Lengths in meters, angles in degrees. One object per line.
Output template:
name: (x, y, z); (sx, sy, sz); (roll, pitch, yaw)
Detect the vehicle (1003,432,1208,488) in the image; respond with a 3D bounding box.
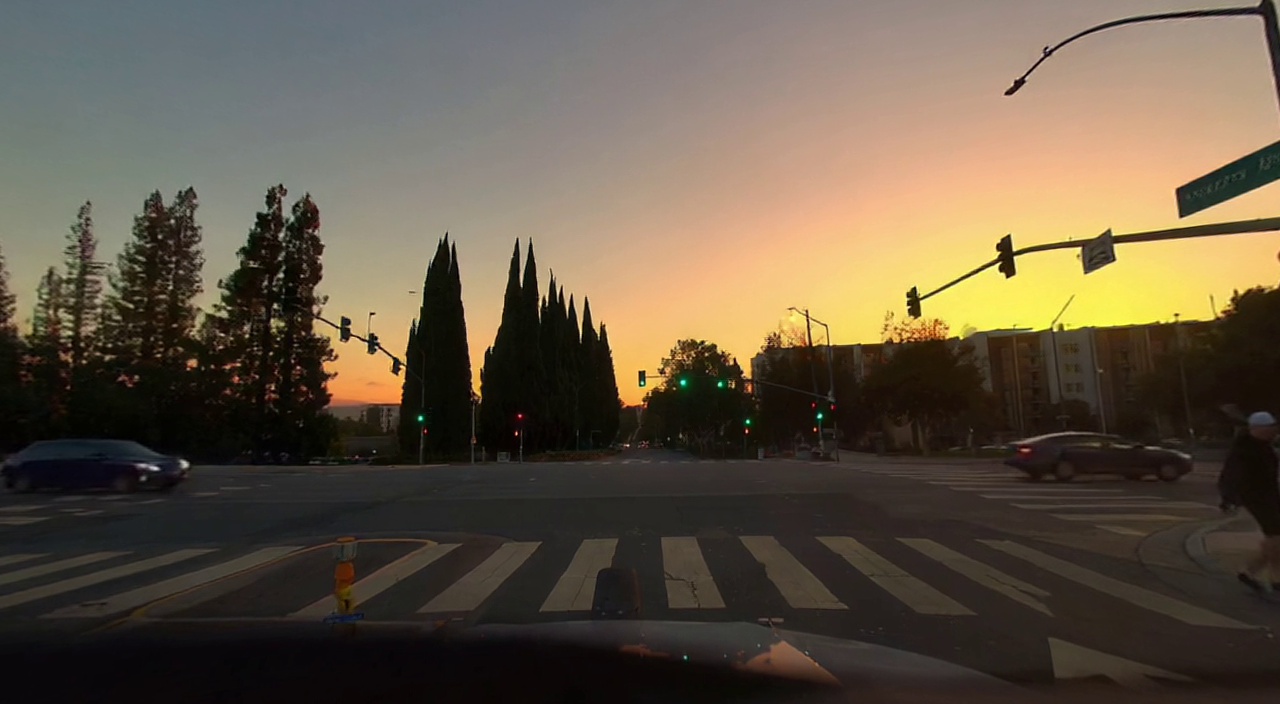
vehicle: (13.634, 3.176, 18.732); (4.502, 1.512, 1.917); (0, -9, 0)

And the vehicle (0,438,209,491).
vehicle: (-16.045, 3.358, 19.029); (4.698, 1.466, 1.883); (0, -9, 1)
